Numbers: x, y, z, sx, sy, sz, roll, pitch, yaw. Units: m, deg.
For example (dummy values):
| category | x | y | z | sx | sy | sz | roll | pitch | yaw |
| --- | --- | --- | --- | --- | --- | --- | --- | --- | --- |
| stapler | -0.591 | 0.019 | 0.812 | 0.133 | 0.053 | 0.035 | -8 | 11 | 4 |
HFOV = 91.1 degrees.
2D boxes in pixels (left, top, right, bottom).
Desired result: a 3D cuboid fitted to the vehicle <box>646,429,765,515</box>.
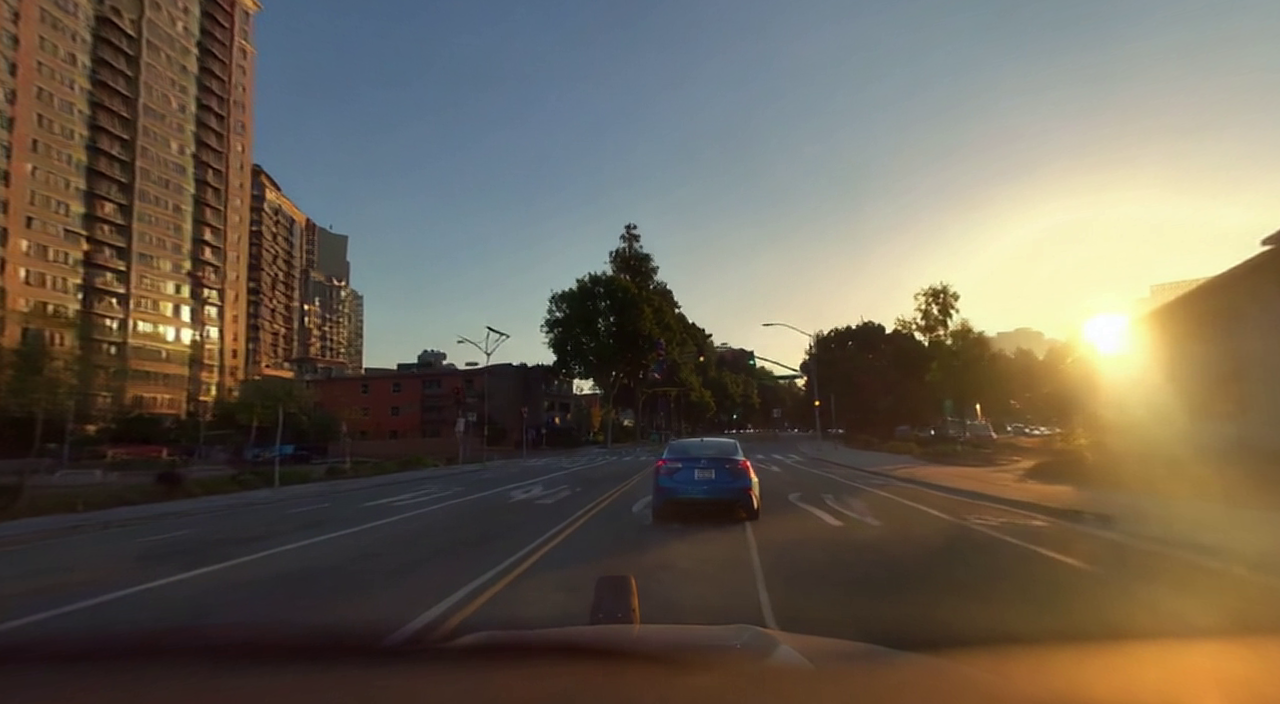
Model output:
| category | x | y | z | sx | sy | sz | roll | pitch | yaw |
| --- | --- | --- | --- | --- | --- | --- | --- | --- | --- |
| vehicle | 1.234 | 2.262 | 12.476 | 1.950 | 1.401 | 4.159 | -1 | -8 | 5 |
